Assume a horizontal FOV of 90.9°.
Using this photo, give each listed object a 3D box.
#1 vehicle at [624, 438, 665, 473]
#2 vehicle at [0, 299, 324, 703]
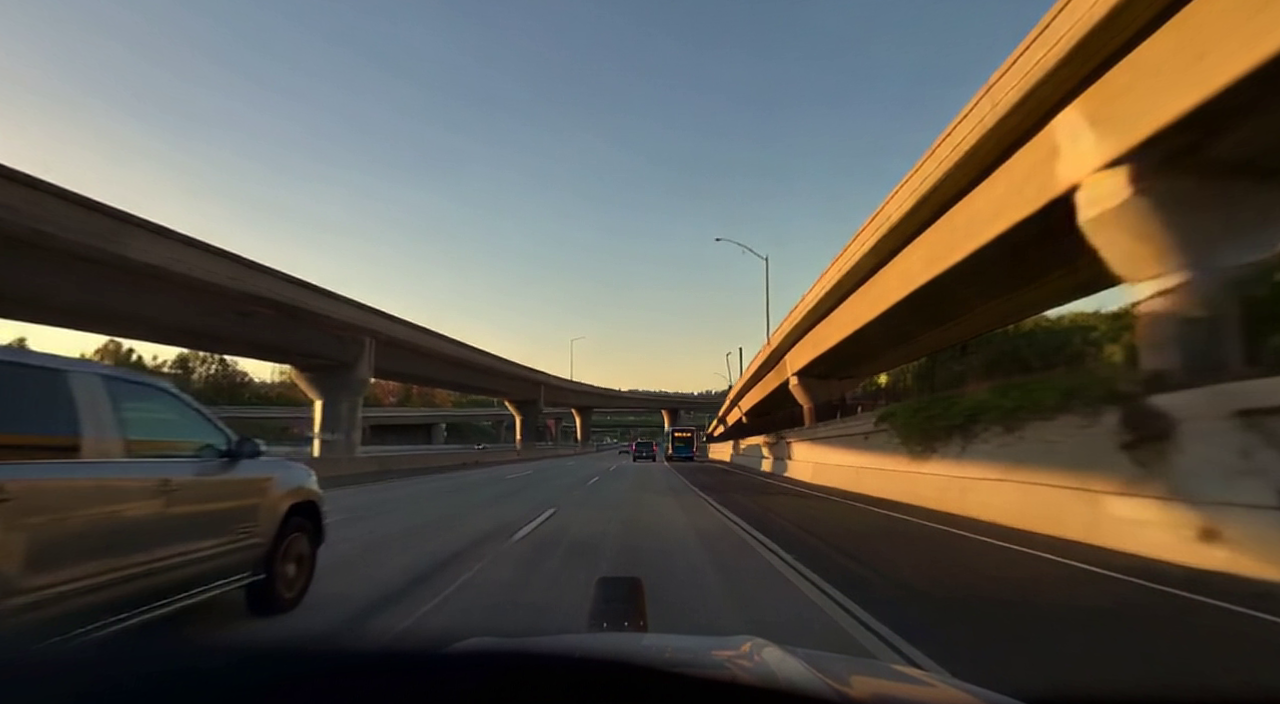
[{"bbox_3d":[0.236,5.550,33.951,2.052,1.711,4.223,0,-9,0],"label":"vehicle"},{"bbox_3d":[-3.885,0.780,3.044,2.147,1.918,4.834,0,-8,0],"label":"vehicle"}]
